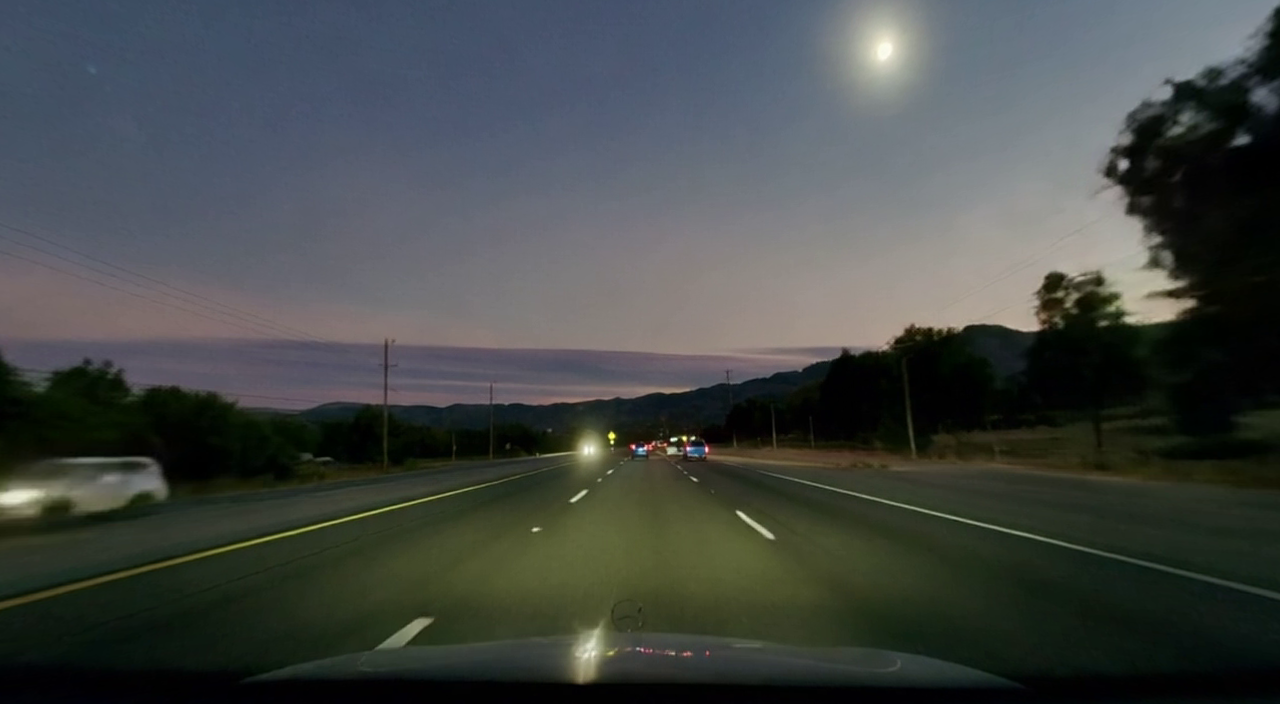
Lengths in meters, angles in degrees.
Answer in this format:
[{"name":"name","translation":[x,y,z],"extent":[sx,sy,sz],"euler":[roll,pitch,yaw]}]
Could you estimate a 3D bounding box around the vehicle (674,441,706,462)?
[{"name":"vehicle","translation":[3.863,7.834,49.660],"extent":[2.148,1.538,4.430],"euler":[0,-8,0]}]
